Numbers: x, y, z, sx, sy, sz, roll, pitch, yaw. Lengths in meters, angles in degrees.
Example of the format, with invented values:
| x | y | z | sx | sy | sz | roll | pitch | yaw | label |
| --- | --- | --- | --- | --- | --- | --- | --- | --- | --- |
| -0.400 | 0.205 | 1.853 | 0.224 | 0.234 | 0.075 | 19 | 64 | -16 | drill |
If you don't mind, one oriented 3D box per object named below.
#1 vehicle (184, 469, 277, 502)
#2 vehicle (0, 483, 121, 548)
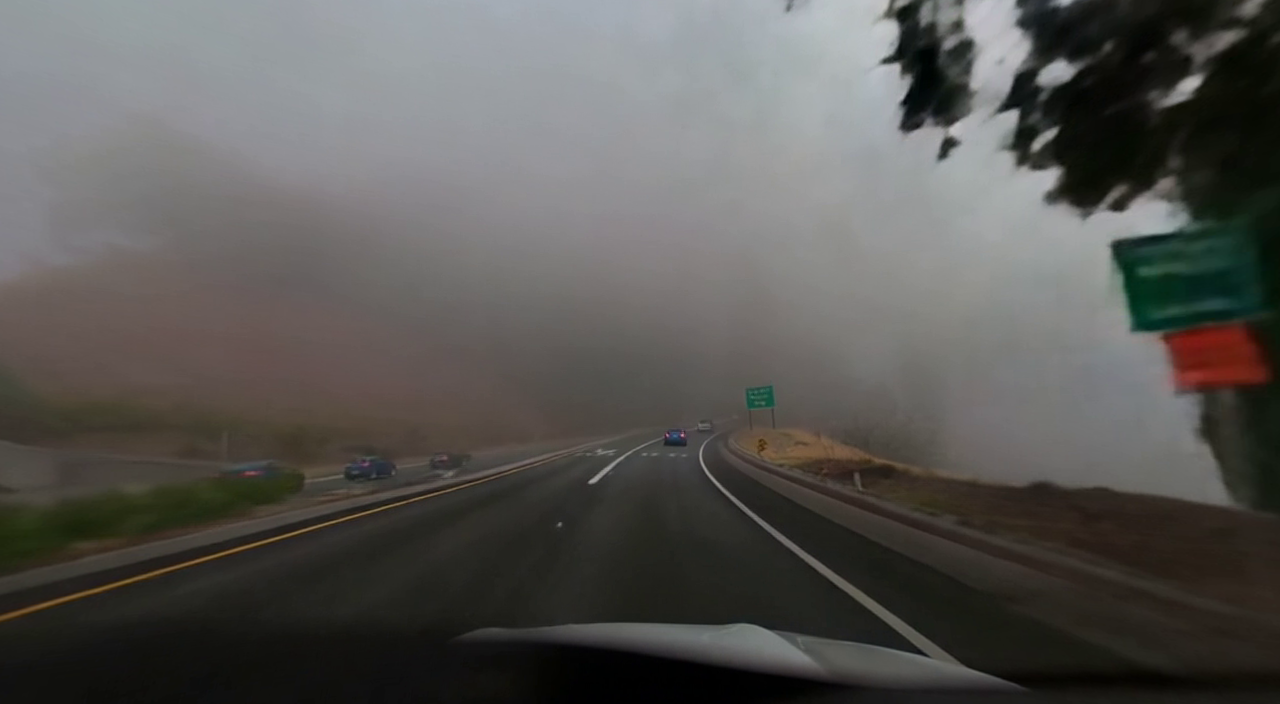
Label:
| x | y | z | sx | sy | sz | roll | pitch | yaw | label |
| --- | --- | --- | --- | --- | --- | --- | --- | --- | --- |
| -26.100 | 8.494 | 40.567 | 2.281 | 1.759 | 5.531 | 0 | -9 | -1 | vehicle |
| -20.445 | 5.437 | 21.383 | 1.956 | 1.716 | 4.330 | -1 | -9 | 1 | vehicle |
